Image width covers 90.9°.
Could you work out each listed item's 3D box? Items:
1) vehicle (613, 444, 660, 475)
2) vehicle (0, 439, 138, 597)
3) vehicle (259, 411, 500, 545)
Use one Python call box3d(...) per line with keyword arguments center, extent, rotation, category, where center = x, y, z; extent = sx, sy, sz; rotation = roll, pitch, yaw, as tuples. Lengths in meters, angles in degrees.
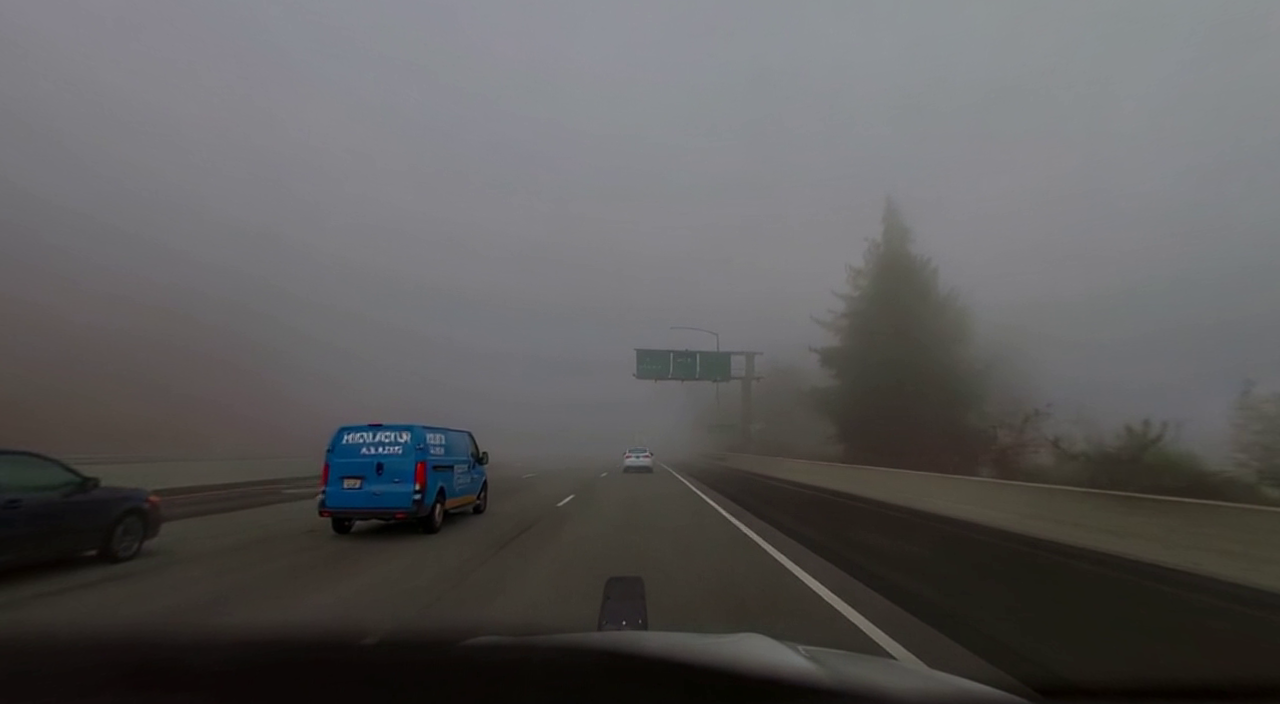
box3d(center=(-0.163, 5.401, 31.899), extent=(2.238, 1.479, 3.672), rotation=(0, -9, 1), category="vehicle")
box3d(center=(-7.077, 1.406, 4.965), extent=(2.253, 1.454, 4.828), rotation=(0, -9, 1), category="vehicle")
box3d(center=(-4.214, 2.143, 11.405), extent=(2.174, 1.862, 5.012), rotation=(0, -9, 0), category="vehicle")
